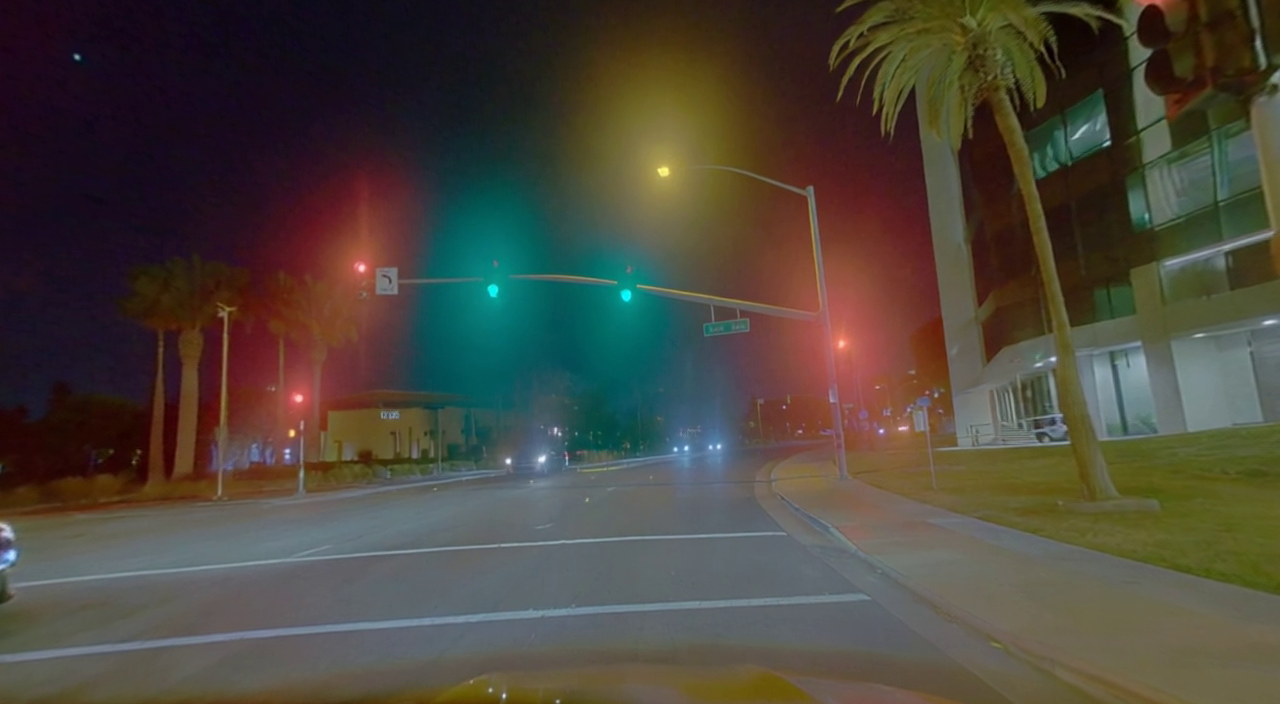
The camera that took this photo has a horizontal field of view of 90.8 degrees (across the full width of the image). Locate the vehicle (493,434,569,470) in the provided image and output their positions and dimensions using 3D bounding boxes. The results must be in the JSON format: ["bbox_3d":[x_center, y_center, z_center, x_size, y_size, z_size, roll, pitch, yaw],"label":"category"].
[{"bbox_3d":[-5.682,5.301,33.636,2.181,1.792,4.648,-3,-9,16],"label":"vehicle"}]

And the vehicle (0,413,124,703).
[{"bbox_3d":[-3.334,0.709,0.506,2.071,1.482,4.446,0,-9,0],"label":"vehicle"}]
